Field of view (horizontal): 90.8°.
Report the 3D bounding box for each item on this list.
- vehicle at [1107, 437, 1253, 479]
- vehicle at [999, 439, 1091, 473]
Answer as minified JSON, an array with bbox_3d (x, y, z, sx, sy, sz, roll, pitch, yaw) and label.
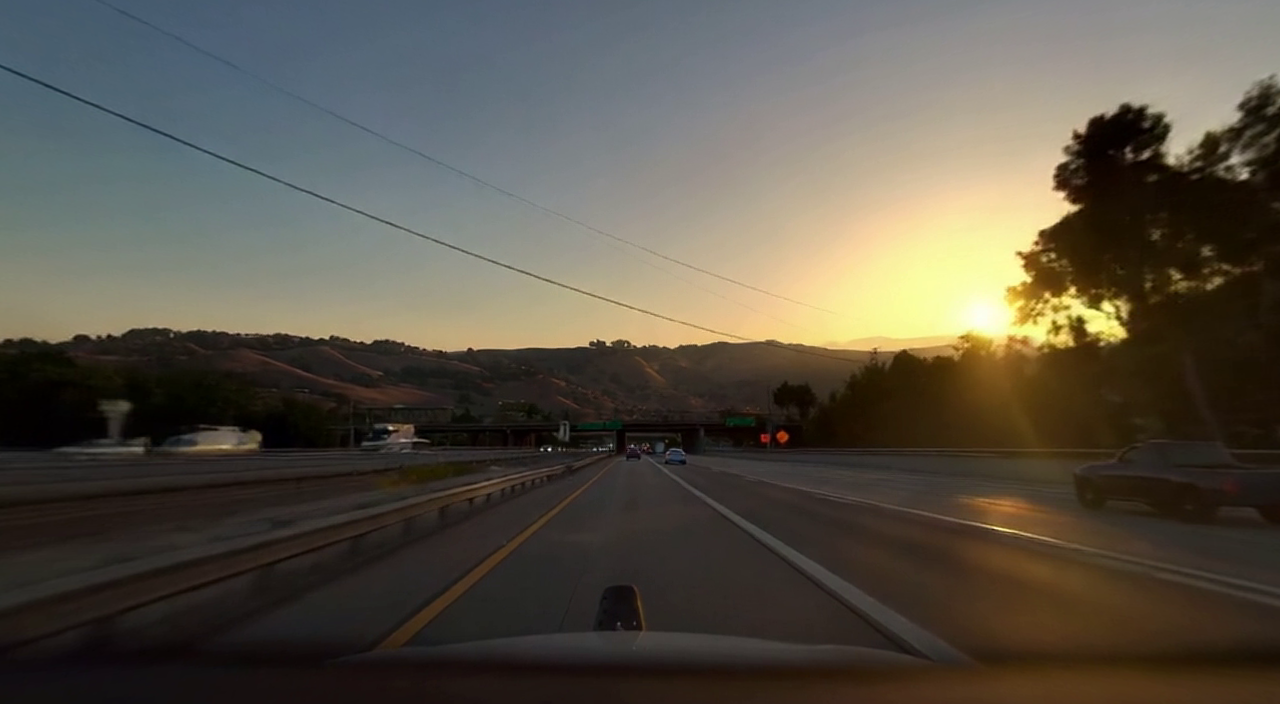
[{"bbox_3d":[21.162,4.179,25.071,1.885,1.510,4.372,0,-9,0],"label":"vehicle"},{"bbox_3d":[20.932,5.396,32.888,1.924,1.594,4.293,-1,-8,0],"label":"vehicle"}]
